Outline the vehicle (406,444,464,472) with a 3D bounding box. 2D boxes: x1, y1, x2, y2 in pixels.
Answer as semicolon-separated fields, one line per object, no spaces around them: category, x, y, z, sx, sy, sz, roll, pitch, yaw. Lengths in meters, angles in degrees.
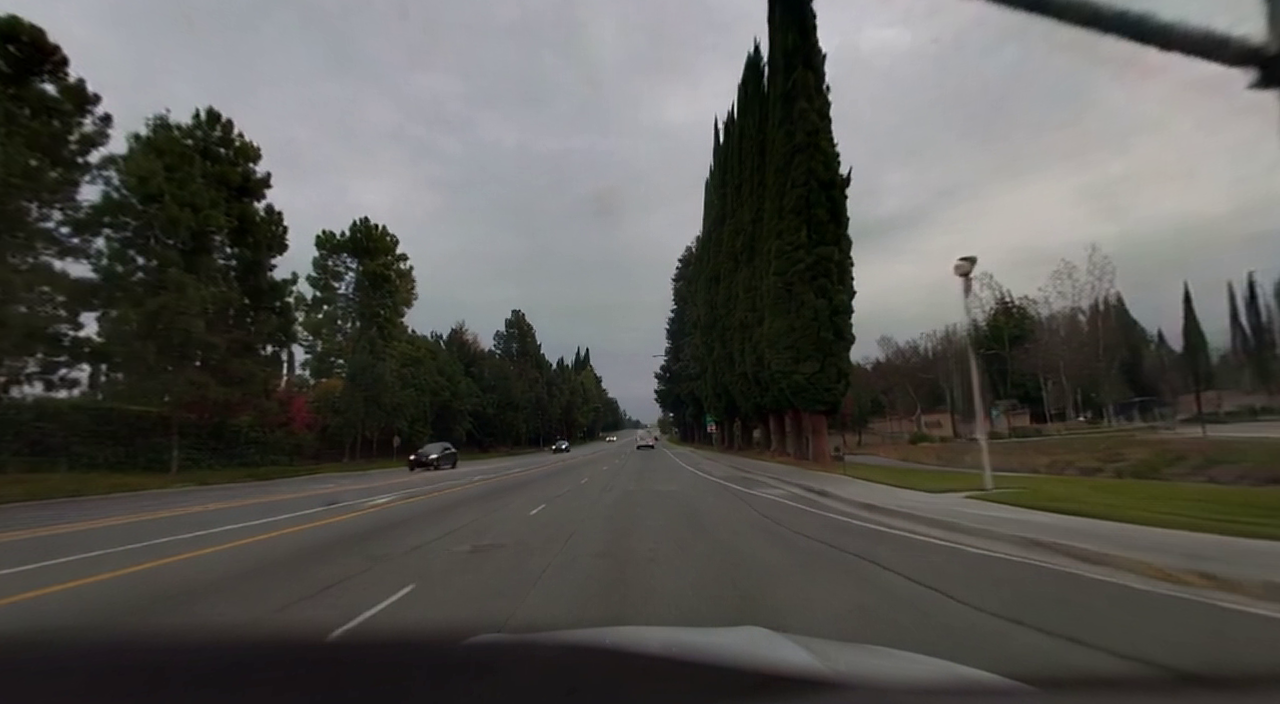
vehicle;-12.524;6.500;38.828;1.982;1.553;4.420;-1;-8;1
